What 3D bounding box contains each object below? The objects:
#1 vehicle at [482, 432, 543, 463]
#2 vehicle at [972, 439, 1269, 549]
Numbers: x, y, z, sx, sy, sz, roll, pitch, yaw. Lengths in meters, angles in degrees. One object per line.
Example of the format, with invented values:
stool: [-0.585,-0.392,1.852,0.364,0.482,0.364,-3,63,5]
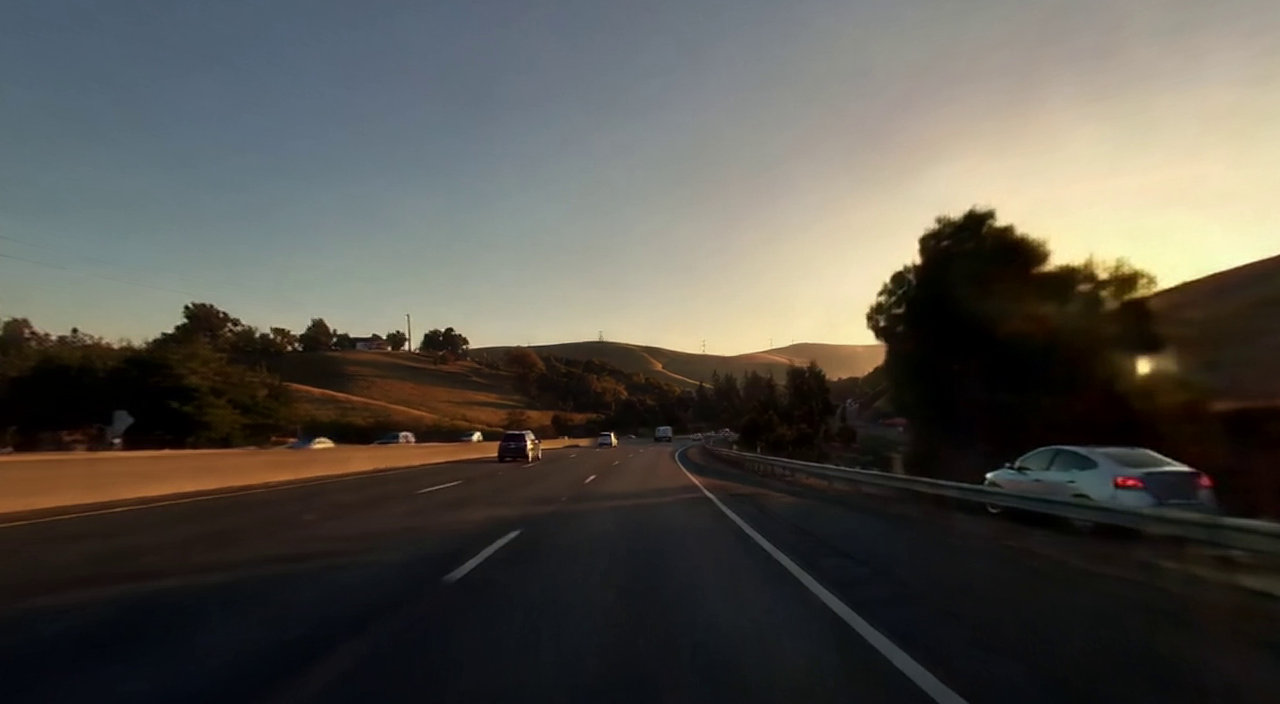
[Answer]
vehicle: [-6.569,5.012,32.888,2.010,1.489,4.456,-1,-9,4]
vehicle: [10.239,3.001,14.280,2.325,1.972,5.577,0,-8,0]
